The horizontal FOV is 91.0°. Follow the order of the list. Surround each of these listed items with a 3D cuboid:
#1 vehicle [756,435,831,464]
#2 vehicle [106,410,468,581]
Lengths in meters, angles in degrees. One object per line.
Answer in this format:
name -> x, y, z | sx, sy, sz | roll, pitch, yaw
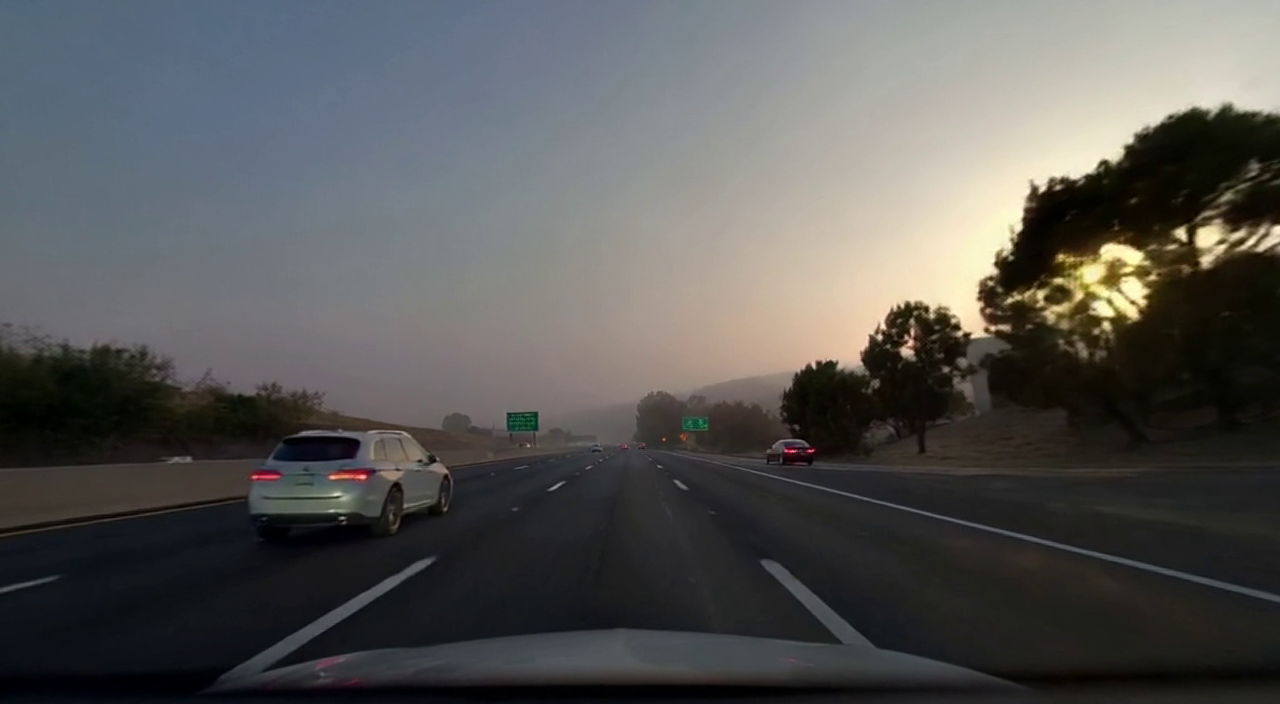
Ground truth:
vehicle -> 9.449, 6.060, 39.279 | 2.136, 1.641, 4.964 | 2, -8, -19
vehicle -> -4.218, 1.781, 8.865 | 2.200, 1.662, 5.091 | 0, -8, -1
